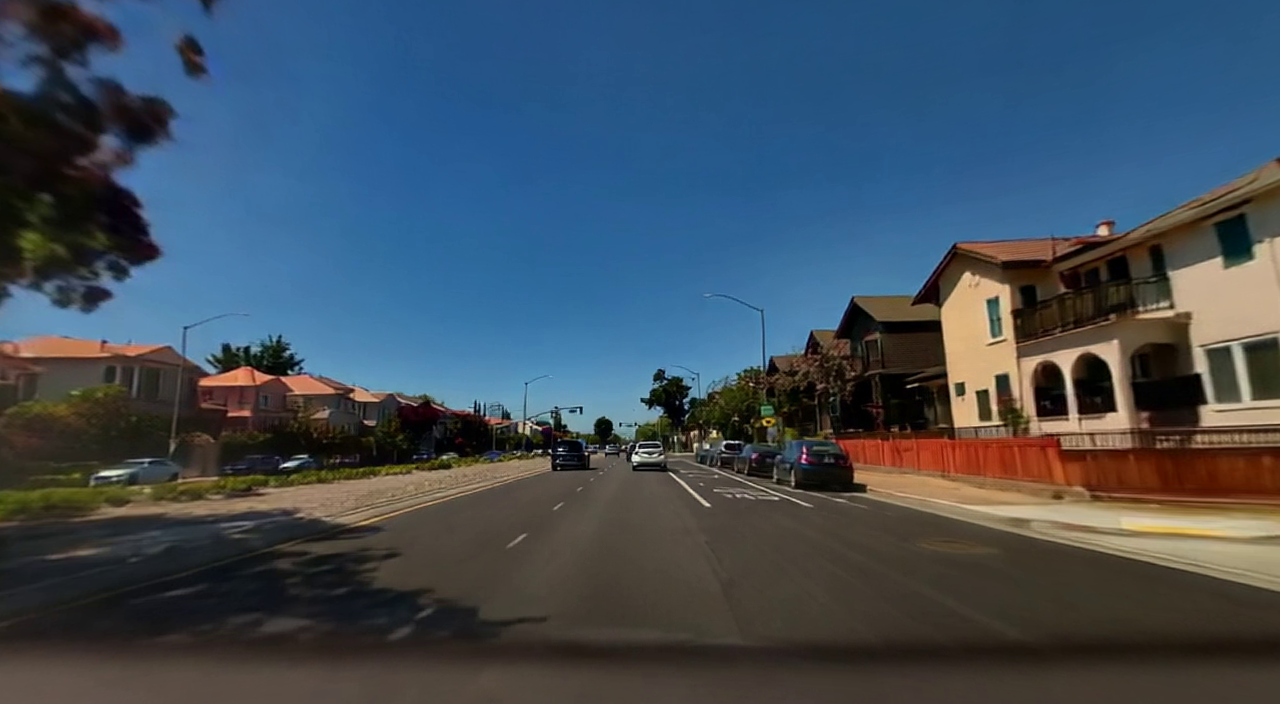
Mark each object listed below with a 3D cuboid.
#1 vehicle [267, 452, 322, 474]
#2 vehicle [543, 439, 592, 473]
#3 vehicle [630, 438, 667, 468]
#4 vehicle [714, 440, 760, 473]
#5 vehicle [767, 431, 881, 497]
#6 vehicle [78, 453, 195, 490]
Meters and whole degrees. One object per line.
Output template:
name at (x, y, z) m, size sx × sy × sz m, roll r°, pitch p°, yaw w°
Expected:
vehicle at (-26.207, 8.389, 48.069) m, size 1.855 × 1.552 × 4.092 m, roll 0°, pitch -9°, yaw -1°
vehicle at (-4.004, 5.814, 35.599) m, size 2.233 × 1.775 × 4.491 m, roll 0°, pitch -9°, yaw 0°
vehicle at (0.462, 6.728, 42.187) m, size 2.273 × 1.851 × 5.075 m, roll 0°, pitch -9°, yaw -1°
vehicle at (5.518, 6.022, 36.575) m, size 2.020 × 1.762 × 4.559 m, roll 0°, pitch -9°, yaw 1°
vehicle at (5.690, 3.527, 20.278) m, size 2.154 × 1.824 × 4.782 m, roll 0°, pitch -9°, yaw -1°
vehicle at (-25.933, 6.118, 32.814) m, size 2.018 × 1.721 × 4.735 m, roll -1°, pitch -9°, yaw 2°
